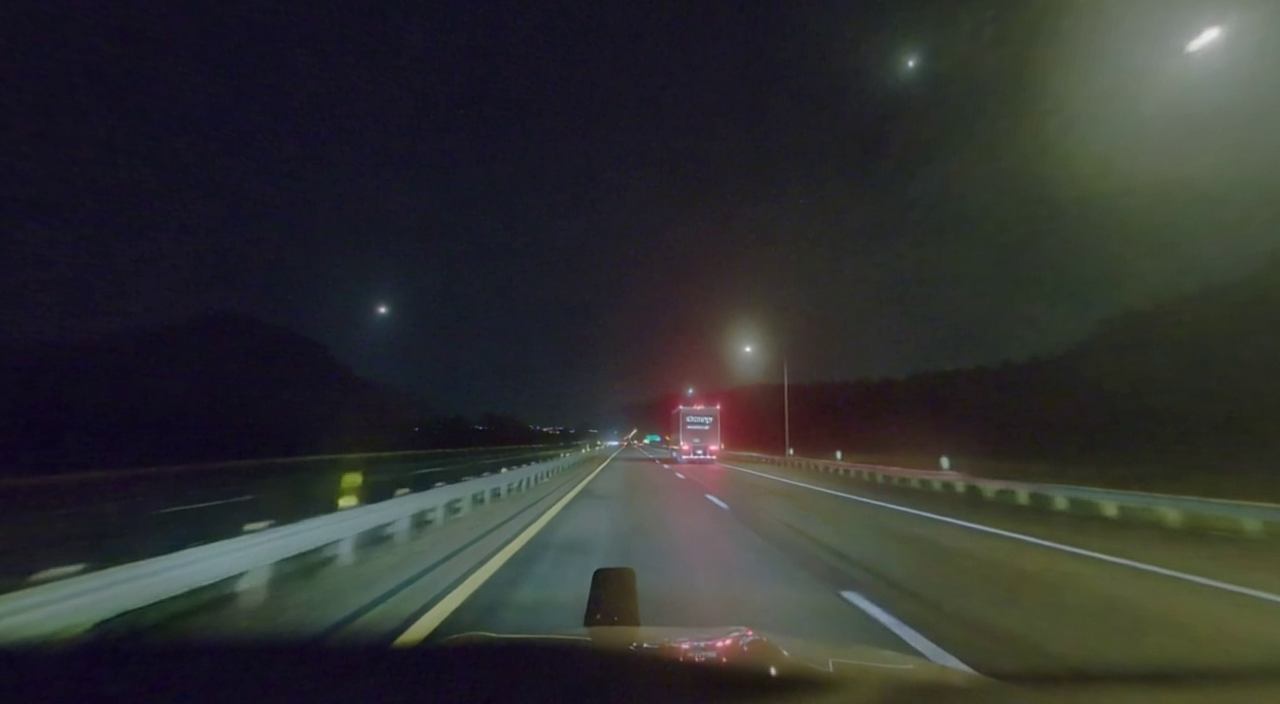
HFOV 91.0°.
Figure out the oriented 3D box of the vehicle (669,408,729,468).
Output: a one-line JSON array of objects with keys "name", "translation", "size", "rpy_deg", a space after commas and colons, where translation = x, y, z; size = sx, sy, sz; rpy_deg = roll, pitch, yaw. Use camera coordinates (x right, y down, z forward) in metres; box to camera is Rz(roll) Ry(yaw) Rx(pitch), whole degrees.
[{"name": "vehicle", "translation": [3.350, 5.160, 37.628], "size": [2.702, 3.193, 7.196], "rpy_deg": [0, -8, -1]}]
